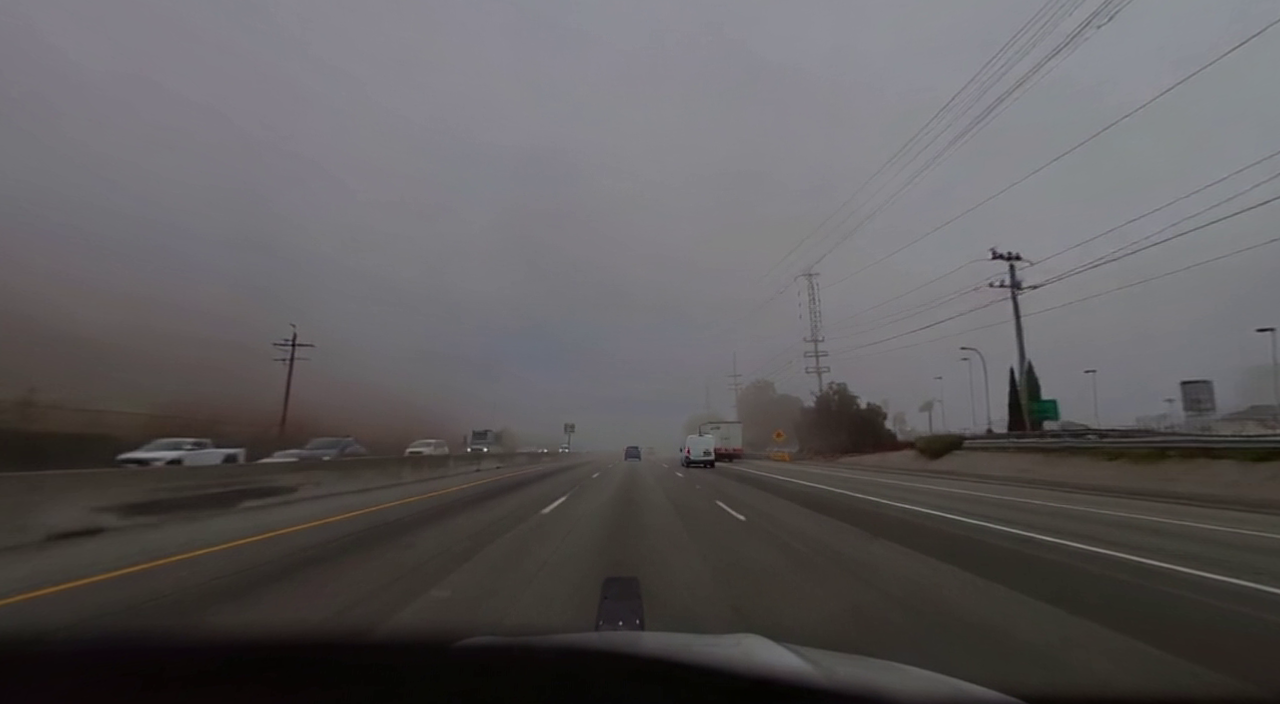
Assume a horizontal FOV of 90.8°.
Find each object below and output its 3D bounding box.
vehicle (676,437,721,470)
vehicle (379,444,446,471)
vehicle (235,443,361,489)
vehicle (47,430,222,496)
[{"bbox_3d":[3.393,6.018,37.474,2.036,1.796,4.470,0,-9,-2],"label":"vehicle"},{"bbox_3d":[-13.506,6.312,37.884,2.057,1.477,5.327,0,-9,0],"label":"vehicle"},{"bbox_3d":[-13.734,4.592,25.853,2.059,1.632,5.389,0,-9,1],"label":"vehicle"},{"bbox_3d":[-21.097,4.643,26.874,2.354,2.455,5.986,0,-9,1],"label":"vehicle"}]
